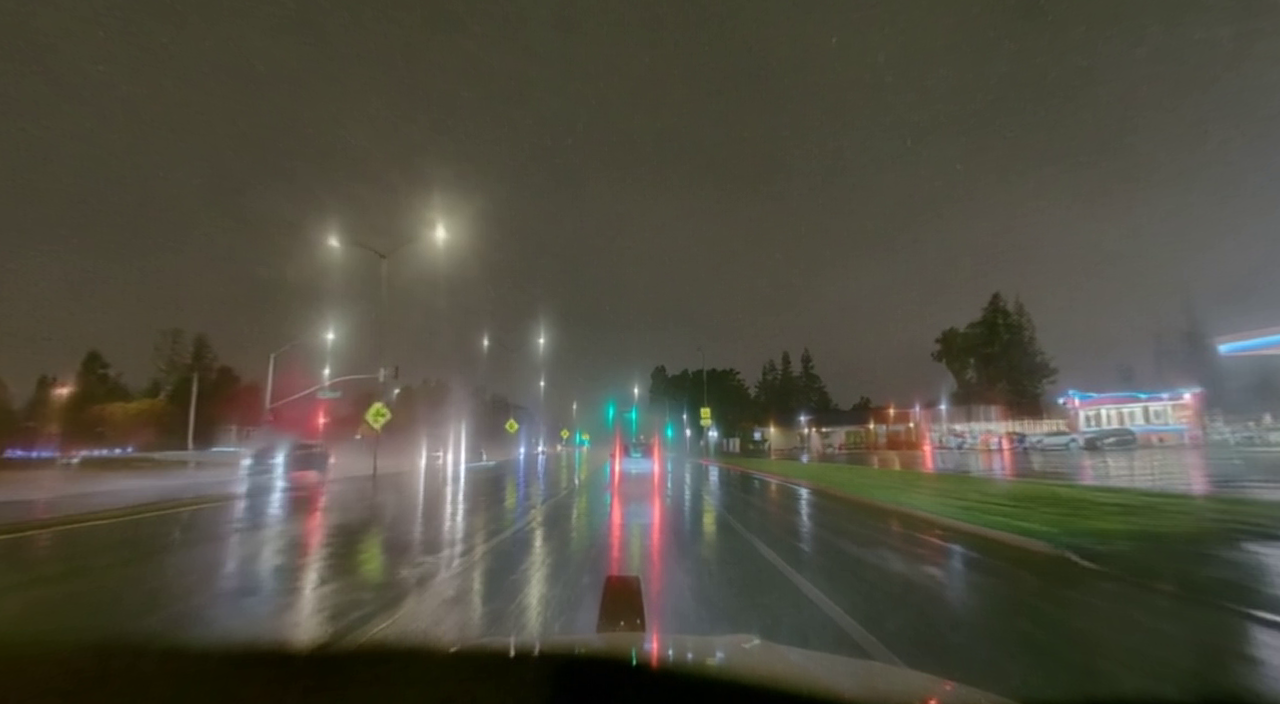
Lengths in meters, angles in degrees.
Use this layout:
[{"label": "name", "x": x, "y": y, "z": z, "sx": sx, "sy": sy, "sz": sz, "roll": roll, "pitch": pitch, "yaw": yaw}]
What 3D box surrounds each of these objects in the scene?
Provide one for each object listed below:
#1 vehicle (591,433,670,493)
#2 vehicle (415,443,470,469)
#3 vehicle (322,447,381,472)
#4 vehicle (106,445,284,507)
[{"label": "vehicle", "x": -0.254, "y": 3.191, "z": 18.510, "sx": 2.062, "sy": 1.519, "sz": 4.214, "roll": 0, "pitch": -8, "yaw": 0}, {"label": "vehicle", "x": -12.419, "y": 6.539, "z": 39.856, "sx": 1.936, "sy": 1.498, "sz": 4.611, "roll": 0, "pitch": -8, "yaw": 1}, {"label": "vehicle", "x": -19.043, "y": 7.085, "z": 41.758, "sx": 1.819, "sy": 1.473, "sz": 4.258, "roll": 0, "pitch": -8, "yaw": 0}, {"label": "vehicle", "x": -12.349, "y": 3.415, "z": 17.906, "sx": 1.868, "sy": 1.516, "sz": 4.321, "roll": 0, "pitch": -8, "yaw": 0}]
